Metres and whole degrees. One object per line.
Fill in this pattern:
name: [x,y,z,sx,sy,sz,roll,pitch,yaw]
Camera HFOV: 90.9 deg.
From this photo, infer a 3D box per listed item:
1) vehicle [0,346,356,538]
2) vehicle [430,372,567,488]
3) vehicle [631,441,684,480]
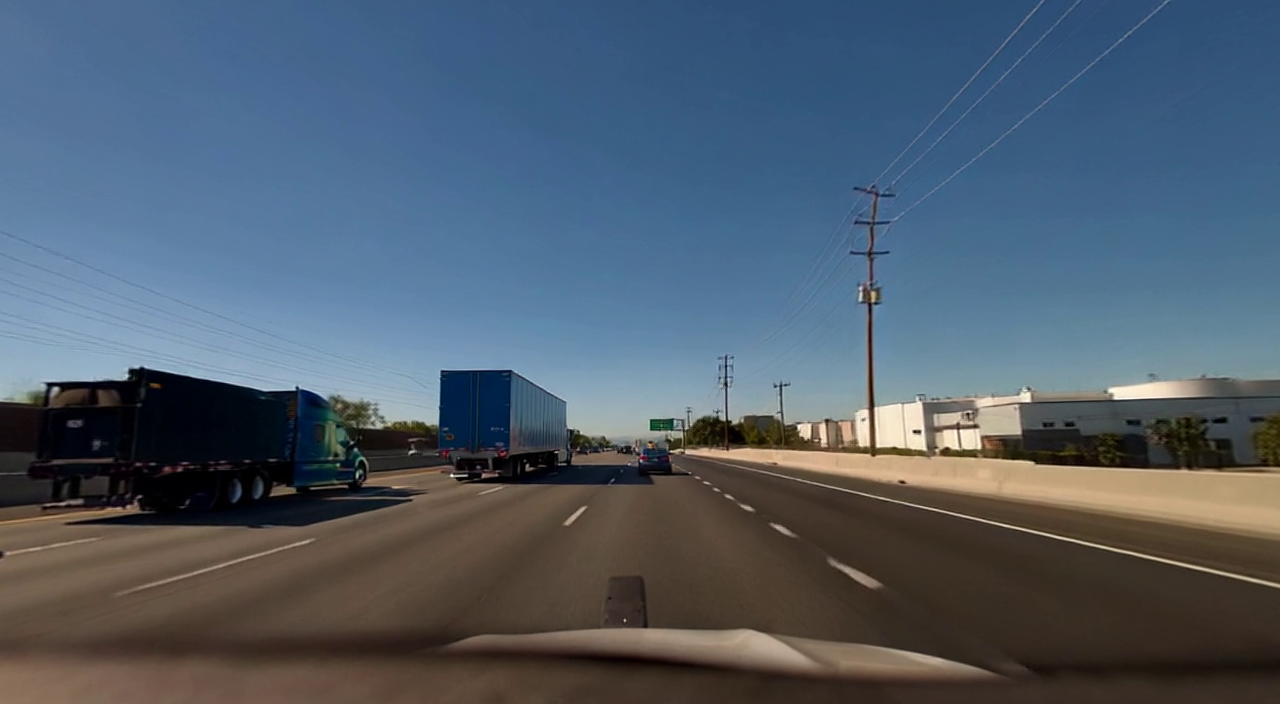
vehicle: [-10.530,2.154,15.115,2.896,3.140,9.491,0,-8,1]
vehicle: [-5.903,3.882,30.124,2.907,4.081,15.311,0,-8,0]
vehicle: [0.695,4.575,26.872,2.055,1.514,4.323,0,-8,0]
